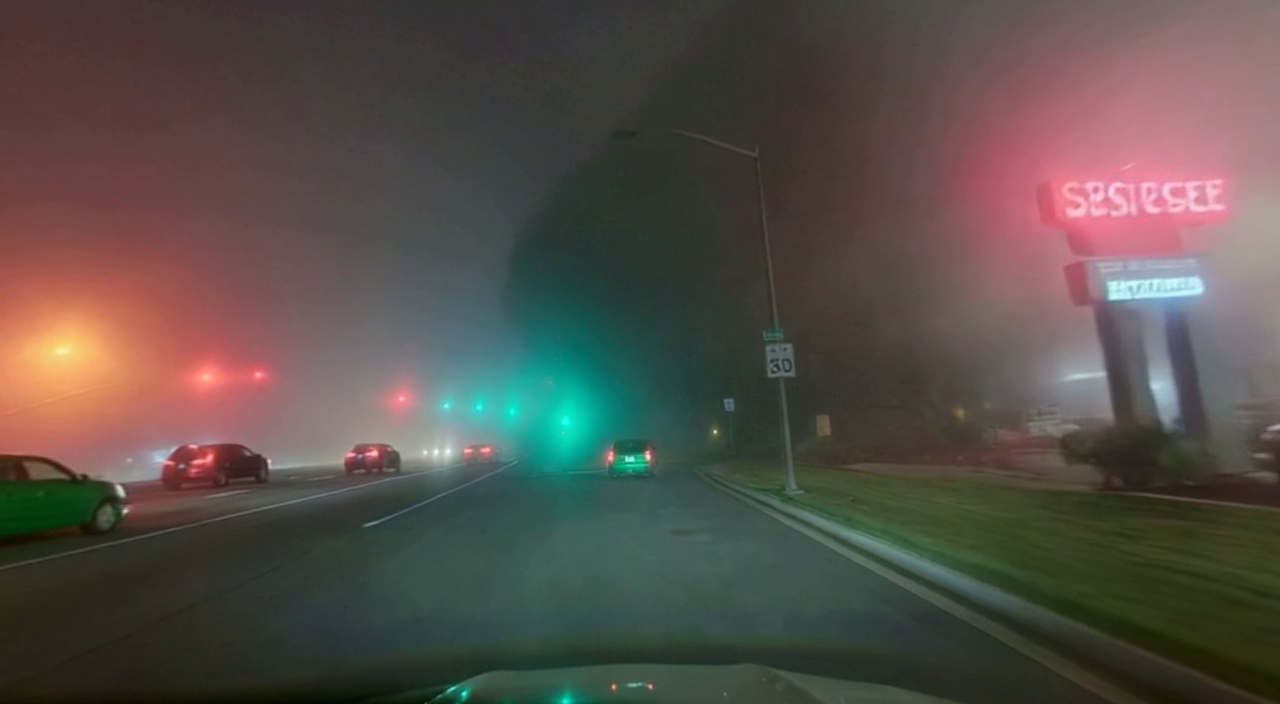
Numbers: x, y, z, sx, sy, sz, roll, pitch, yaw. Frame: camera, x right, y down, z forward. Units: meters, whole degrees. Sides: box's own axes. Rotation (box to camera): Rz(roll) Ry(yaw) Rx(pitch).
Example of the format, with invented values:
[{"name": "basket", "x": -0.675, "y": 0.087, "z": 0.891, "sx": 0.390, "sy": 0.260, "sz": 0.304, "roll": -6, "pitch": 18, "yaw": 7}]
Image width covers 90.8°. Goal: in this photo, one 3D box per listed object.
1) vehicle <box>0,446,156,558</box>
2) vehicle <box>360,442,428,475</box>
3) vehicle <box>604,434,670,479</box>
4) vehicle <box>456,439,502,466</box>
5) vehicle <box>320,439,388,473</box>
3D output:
[{"name": "vehicle", "x": -9.490, "y": 2.077, "z": 8.944, "sx": 1.958, "sy": 1.455, "sz": 4.504, "roll": 1, "pitch": -9, "yaw": -4}, {"name": "vehicle", "x": -11.865, "y": 5.131, "z": 30.738, "sx": 1.905, "sy": 1.482, "sz": 4.463, "roll": 1, "pitch": -9, "yaw": -6}, {"name": "vehicle", "x": 0.006, "y": 3.891, "z": 23.662, "sx": 2.070, "sy": 1.493, "sz": 4.570, "roll": -1, "pitch": -9, "yaw": 4}, {"name": "vehicle", "x": -9.387, "y": 5.899, "z": 37.137, "sx": 1.912, "sy": 1.487, "sz": 4.471, "roll": 1, "pitch": -9, "yaw": -5}, {"name": "vehicle", "x": -15.705, "y": 5.729, "z": 34.956, "sx": 2.020, "sy": 1.709, "sz": 4.343, "roll": 1, "pitch": -9, "yaw": -6}]
